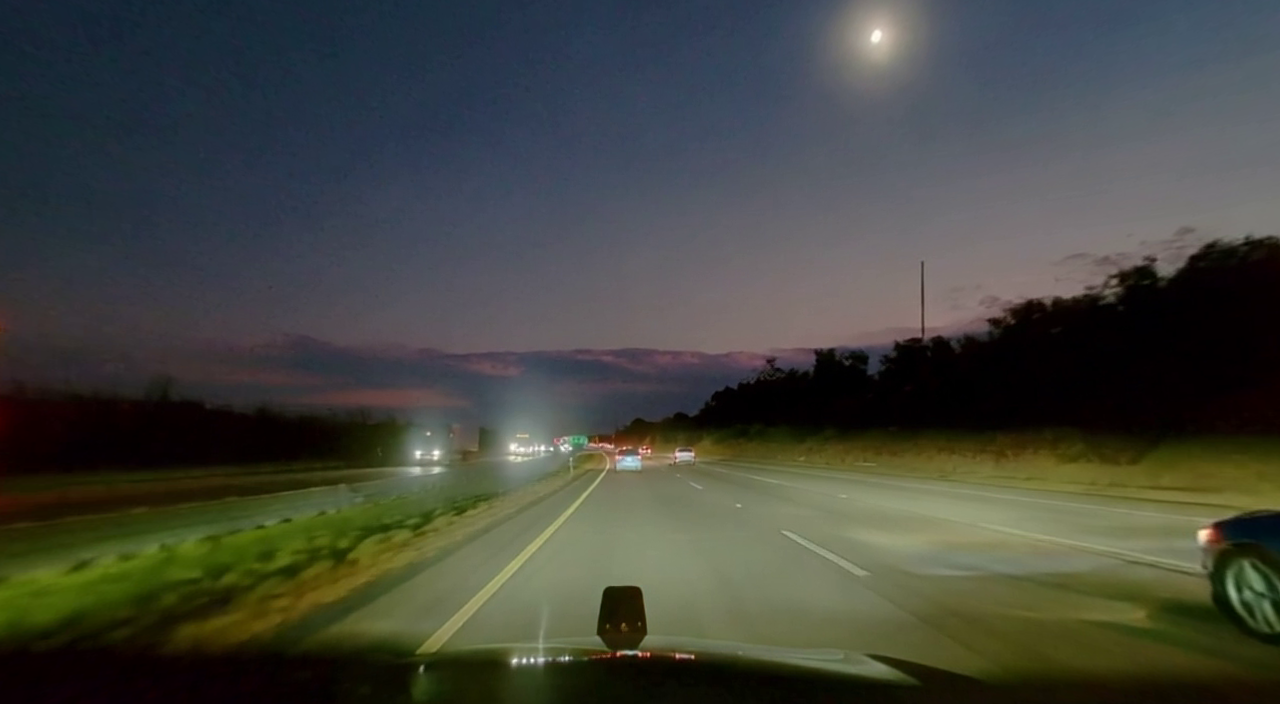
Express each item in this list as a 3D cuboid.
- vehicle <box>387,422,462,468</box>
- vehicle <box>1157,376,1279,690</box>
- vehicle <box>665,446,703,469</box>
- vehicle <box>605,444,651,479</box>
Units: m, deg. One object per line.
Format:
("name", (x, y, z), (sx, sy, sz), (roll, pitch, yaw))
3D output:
("vehicle", (-12.618, 5.560, 37.429), (2.320, 2.442, 6.292), (-1, -9, -1))
("vehicle", (4.356, 0.745, 2.010), (2.013, 1.623, 3.916), (0, -9, 0))
("vehicle", (3.000, 7.257, 43.642), (2.008, 1.504, 4.291), (1, -9, -4))
("vehicle", (-0.587, 5.226, 30.222), (2.050, 1.534, 3.771), (0, -9, -2))
